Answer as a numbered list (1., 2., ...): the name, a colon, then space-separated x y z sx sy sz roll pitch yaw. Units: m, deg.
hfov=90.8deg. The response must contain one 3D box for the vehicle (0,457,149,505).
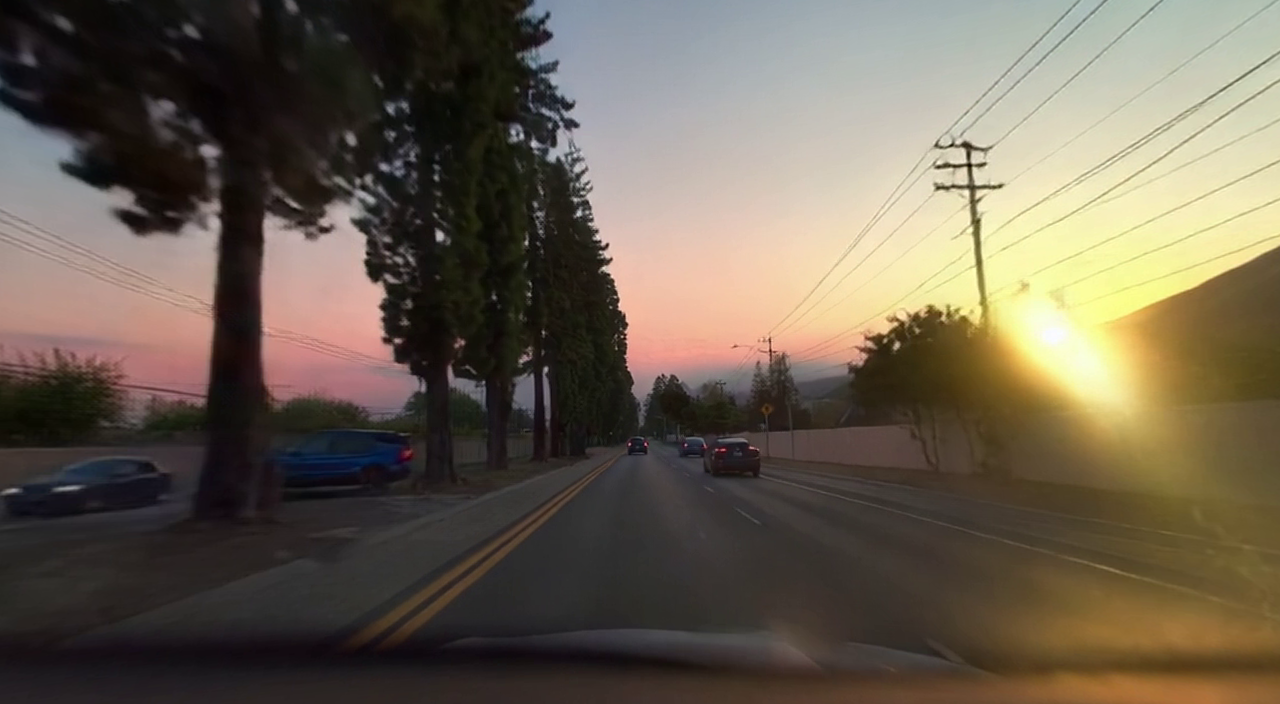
1. vehicle: -21.985 4.960 24.674 2.005 1.567 4.461 0 -8 0

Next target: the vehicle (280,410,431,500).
1. vehicle: -8.935 3.250 20.133 3.613 2.628 2.227 0 -9 2

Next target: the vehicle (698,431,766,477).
1. vehicle: 3.901 4.408 27.603 2.112 1.825 4.574 0 -8 -2

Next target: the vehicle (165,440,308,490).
1. vehicle: -17.776 4.975 28.368 2.434 1.965 6.029 0 -8 0

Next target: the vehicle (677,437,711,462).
1. vehicle: 3.834 7.014 45.482 2.012 1.653 4.115 0 -8 -1
